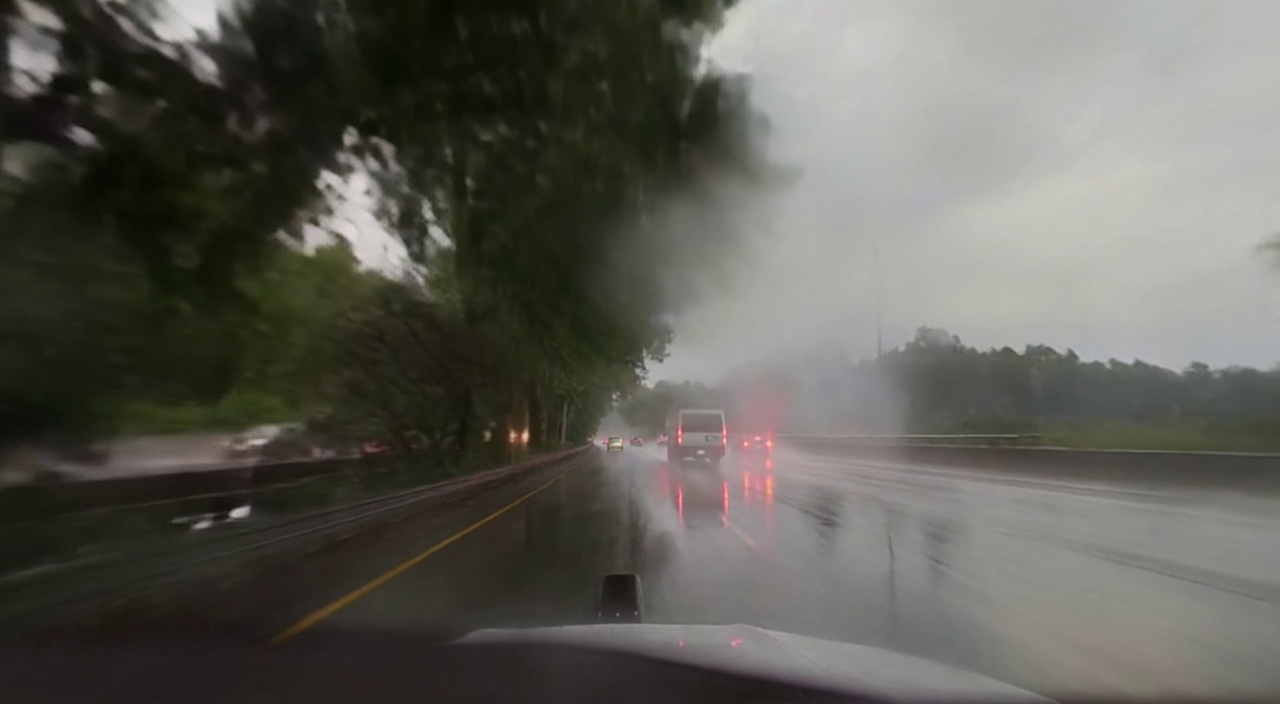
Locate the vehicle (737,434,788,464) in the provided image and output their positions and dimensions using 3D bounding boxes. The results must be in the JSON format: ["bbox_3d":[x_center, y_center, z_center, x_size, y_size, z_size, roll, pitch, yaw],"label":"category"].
[{"bbox_3d":[6.438,5.120,33.595,1.821,1.468,3.805,0,-8,-2],"label":"vehicle"}]

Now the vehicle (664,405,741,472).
[{"bbox_3d":[2.452,3.616,26.515,2.436,2.521,5.409,0,-8,-3],"label":"vehicle"}]

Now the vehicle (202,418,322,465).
[{"bbox_3d":[-13.954,3.326,23.602,1.854,1.557,4.257,0,-8,0],"label":"vehicle"}]
